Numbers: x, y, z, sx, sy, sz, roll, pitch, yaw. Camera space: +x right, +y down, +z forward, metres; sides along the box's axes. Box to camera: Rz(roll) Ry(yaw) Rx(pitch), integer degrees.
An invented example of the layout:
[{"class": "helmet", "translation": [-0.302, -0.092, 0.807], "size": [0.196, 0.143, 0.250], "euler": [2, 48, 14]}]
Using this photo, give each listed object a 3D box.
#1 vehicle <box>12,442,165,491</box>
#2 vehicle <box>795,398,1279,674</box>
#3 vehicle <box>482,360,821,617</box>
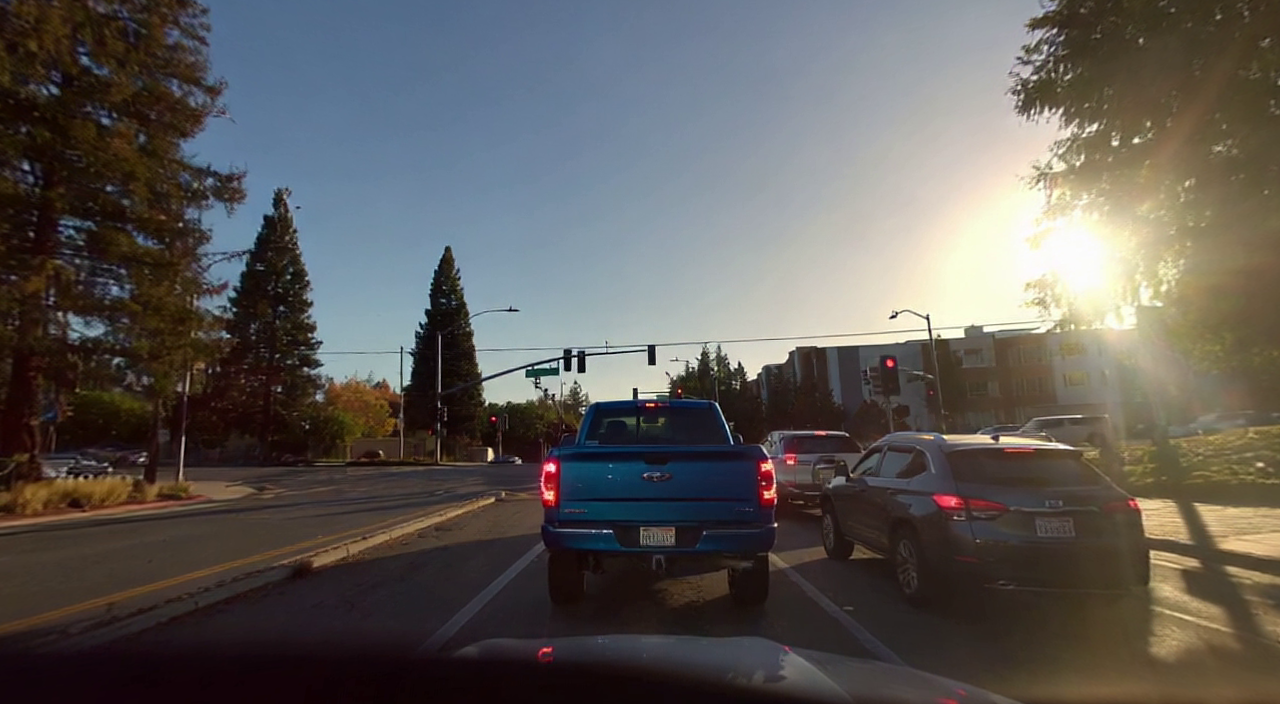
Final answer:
[{"class": "vehicle", "translation": [-21.759, 4.490, 25.172], "size": [2.062, 1.764, 4.508], "euler": [0, -8, -2]}, {"class": "vehicle", "translation": [3.329, 1.504, 6.485], "size": [2.155, 1.667, 5.162], "euler": [0, -8, 0]}, {"class": "vehicle", "translation": [0.110, 1.461, 7.727], "size": [2.636, 2.011, 5.425], "euler": [0, -8, 0]}]
